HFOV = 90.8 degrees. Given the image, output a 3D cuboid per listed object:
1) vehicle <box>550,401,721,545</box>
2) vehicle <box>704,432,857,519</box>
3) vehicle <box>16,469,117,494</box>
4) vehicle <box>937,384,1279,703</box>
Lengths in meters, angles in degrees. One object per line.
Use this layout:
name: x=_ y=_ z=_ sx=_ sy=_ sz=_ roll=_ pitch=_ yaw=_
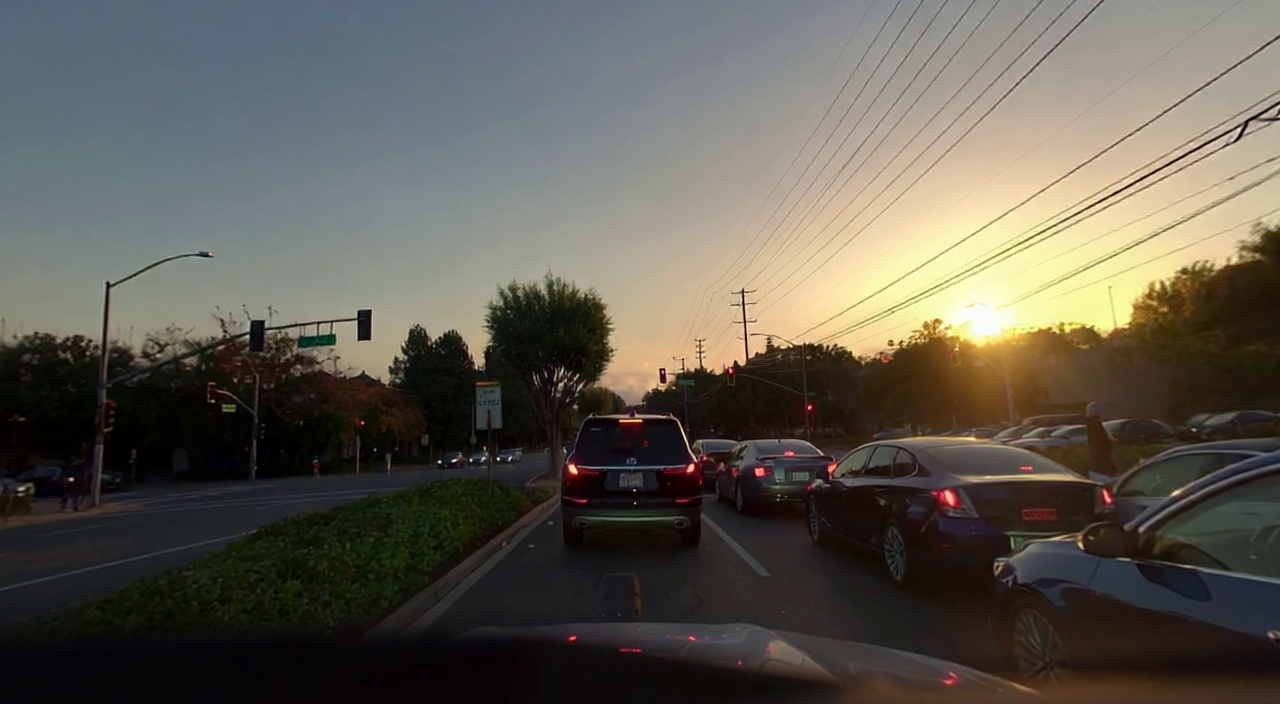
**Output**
vehicle: x=-0.125 y=1.943 z=10.769 sx=2.236 sy=1.856 sz=4.816 roll=0 pitch=-8 yaw=-2
vehicle: x=2.657 y=2.463 z=13.155 sx=2.025 sy=1.477 sz=4.333 roll=0 pitch=-8 yaw=-2
vehicle: x=-38.342 y=8.675 z=42.331 sx=4.569 sy=1.505 sz=1.992 roll=1 pitch=-9 yaw=-5
vehicle: x=2.727 y=0.778 z=1.414 sx=2.004 sy=1.460 sz=4.297 roll=0 pitch=-8 yaw=0
